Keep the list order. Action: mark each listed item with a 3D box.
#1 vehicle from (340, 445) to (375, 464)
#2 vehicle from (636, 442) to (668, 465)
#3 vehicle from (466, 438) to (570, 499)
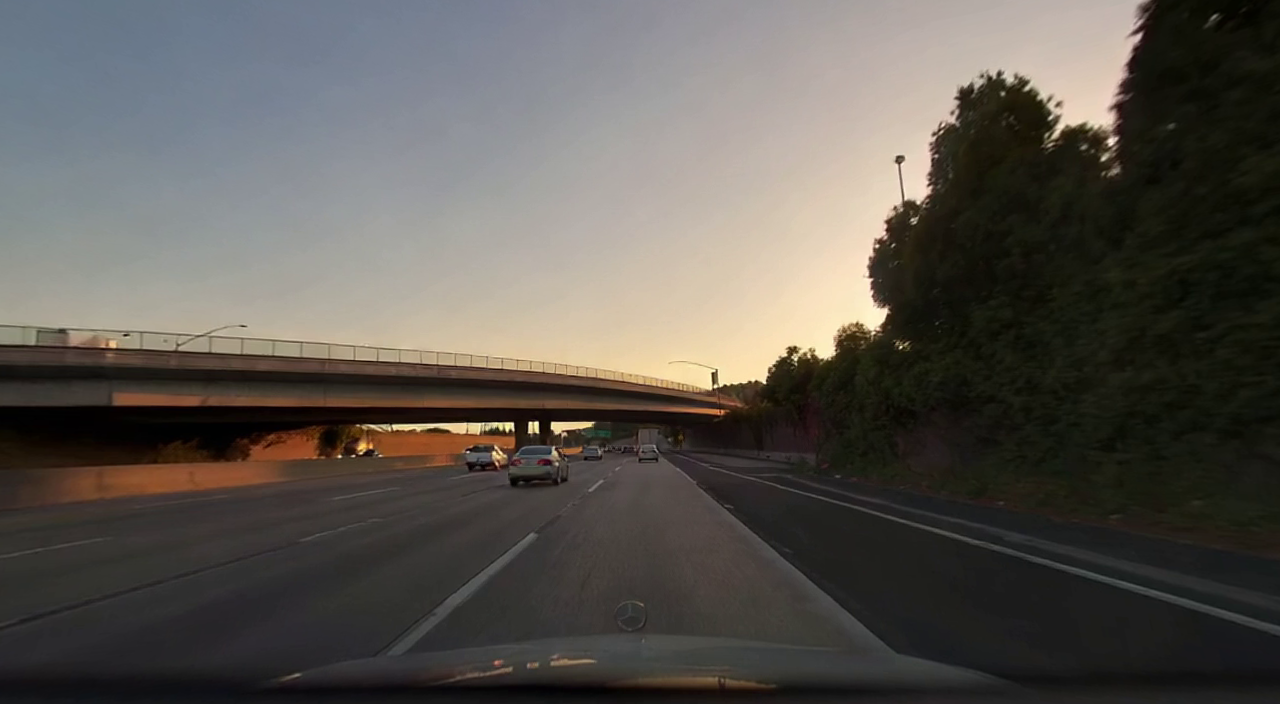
[{"bbox_3d":[-22.159,8.002,49.576,1.482,1.382,3.359,-1,-8,-5],"label":"vehicle"},{"bbox_3d":[0.816,6.916,43.253,2.073,1.480,4.343,0,-8,0],"label":"vehicle"},{"bbox_3d":[-3.259,3.197,17.694,2.056,1.480,4.022,-1,-8,1],"label":"vehicle"}]
